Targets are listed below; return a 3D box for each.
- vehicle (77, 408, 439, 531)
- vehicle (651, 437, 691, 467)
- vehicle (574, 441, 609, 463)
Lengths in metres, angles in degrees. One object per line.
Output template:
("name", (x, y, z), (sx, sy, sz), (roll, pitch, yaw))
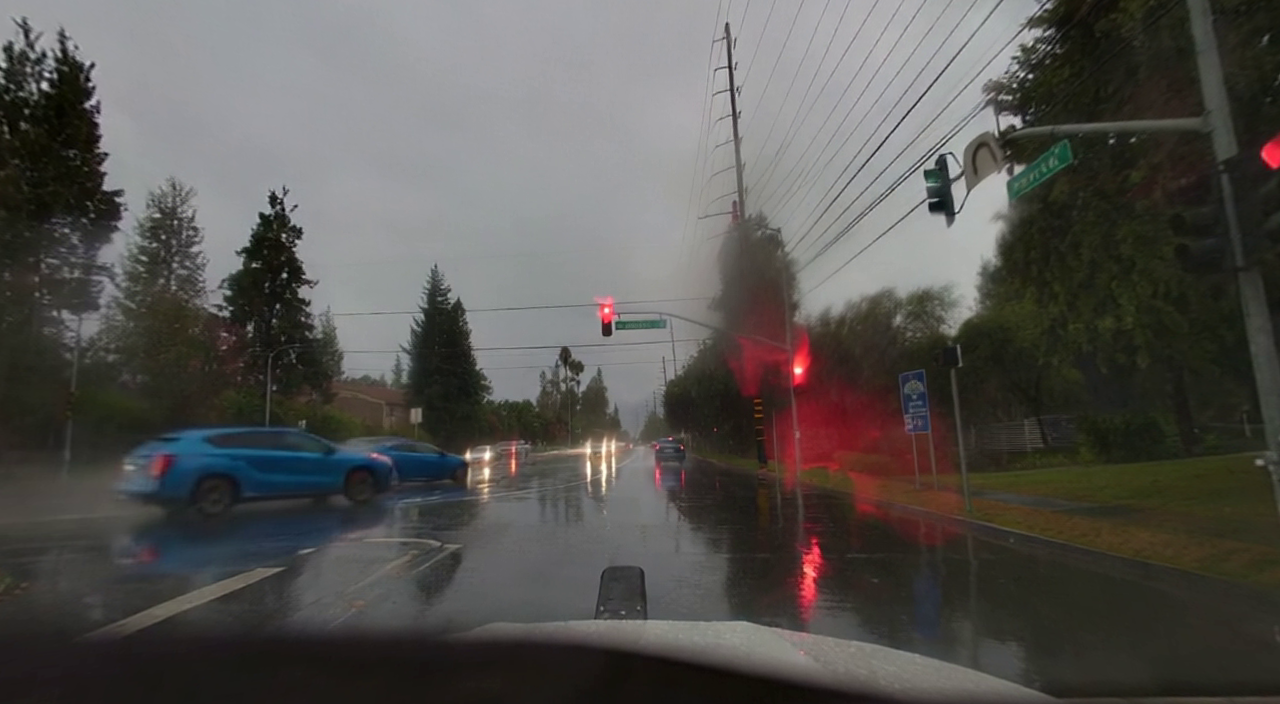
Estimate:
("vehicle", (-7.496, 2.310, 12.973), (5.930, 1.986, 2.137), (7, -11, -39))
("vehicle", (1.761, 5.875, 37.100), (2.051, 1.666, 4.607), (0, -8, -1))
("vehicle", (-3.490, 7.254, 45.661), (1.904, 1.482, 4.603), (-1, -8, 4))
